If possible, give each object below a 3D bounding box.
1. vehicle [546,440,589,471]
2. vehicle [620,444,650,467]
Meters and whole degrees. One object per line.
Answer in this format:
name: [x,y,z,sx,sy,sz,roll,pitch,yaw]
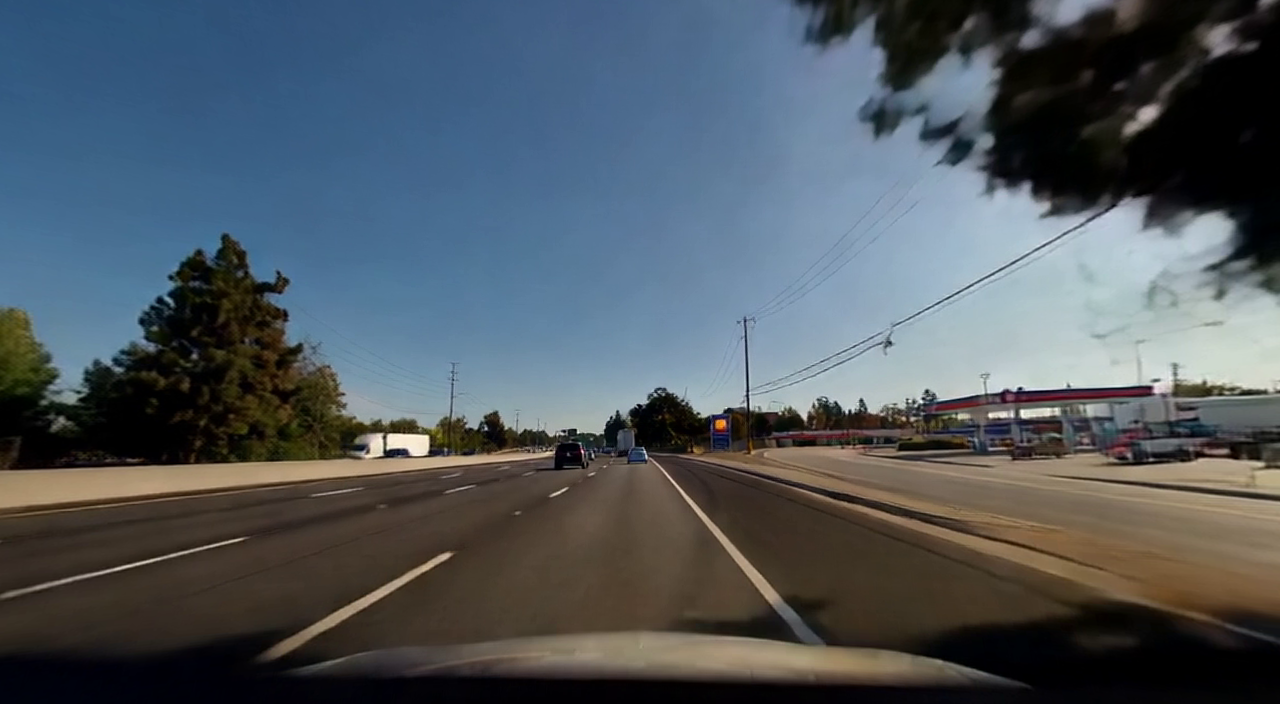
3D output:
vehicle: [-4.618,6.706,41.010,2.273,1.884,4.515,0,-8,0]
vehicle: [-0.375,7.244,44.223,1.982,1.524,3.800,0,-8,-2]
